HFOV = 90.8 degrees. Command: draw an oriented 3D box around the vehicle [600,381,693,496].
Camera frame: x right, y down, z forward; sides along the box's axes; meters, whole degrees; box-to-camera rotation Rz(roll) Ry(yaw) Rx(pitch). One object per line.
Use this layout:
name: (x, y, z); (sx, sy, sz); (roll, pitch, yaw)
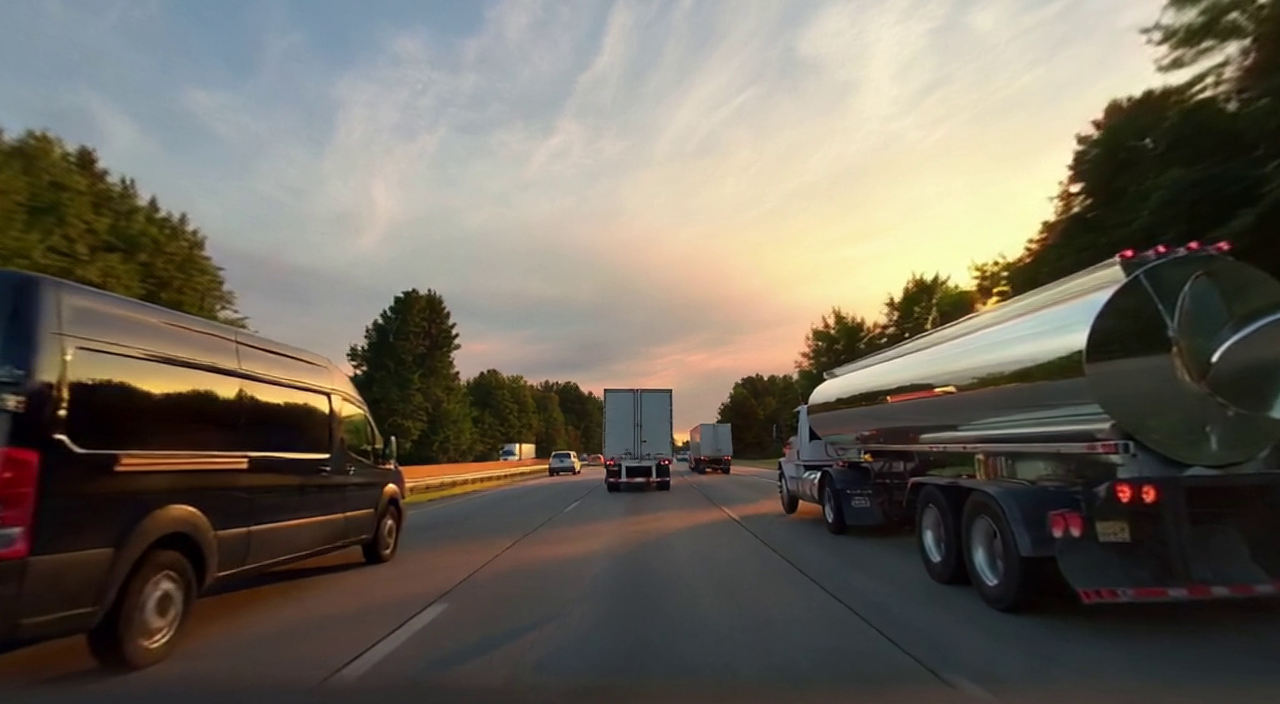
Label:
vehicle: (0.165, 3.332, 23.692); (2.773, 3.455, 9.118); (0, -9, 0)

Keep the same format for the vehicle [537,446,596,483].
vehicle: (-3.502, 5.474, 30.986); (2.134, 1.652, 4.439); (0, -9, 3)

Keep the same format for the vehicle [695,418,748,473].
vehicle: (5.772, 6.965, 46.685); (2.706, 3.500, 11.483); (0, -9, 2)

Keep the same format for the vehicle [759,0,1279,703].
vehicle: (4.451, 0.614, 9.313); (3.139, 4.152, 11.915); (0, -9, 0)

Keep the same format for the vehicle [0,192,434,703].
vehicle: (-4.160, 0.955, 5.409); (2.525, 2.572, 6.260); (0, -9, 1)
